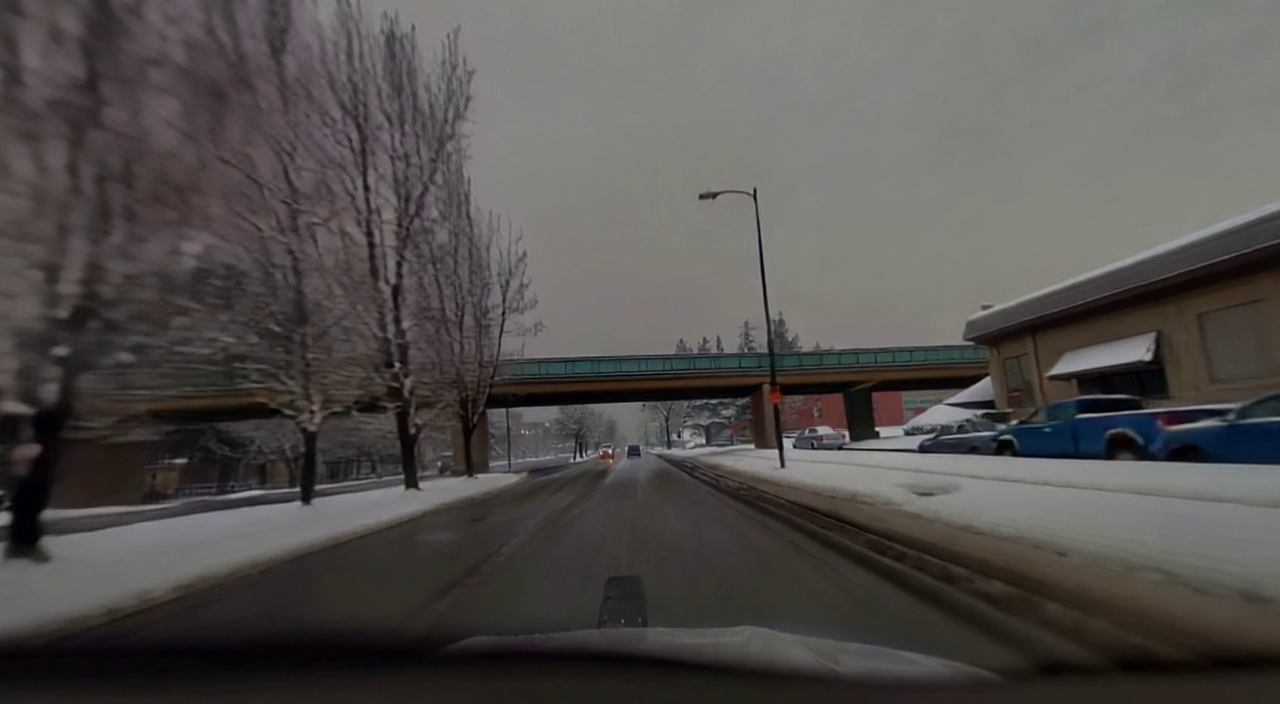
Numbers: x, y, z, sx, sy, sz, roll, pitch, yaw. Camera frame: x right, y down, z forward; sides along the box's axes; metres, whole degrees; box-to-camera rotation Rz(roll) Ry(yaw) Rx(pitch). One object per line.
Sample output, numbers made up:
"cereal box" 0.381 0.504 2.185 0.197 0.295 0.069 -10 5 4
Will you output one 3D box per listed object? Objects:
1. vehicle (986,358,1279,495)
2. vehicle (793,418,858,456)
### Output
"vehicle" 10.472 1.635 13.554 2.287 1.953 5.796 -11 -8 -3
"vehicle" 10.654 4.966 36.428 2.244 1.866 4.603 -6 -8 0
